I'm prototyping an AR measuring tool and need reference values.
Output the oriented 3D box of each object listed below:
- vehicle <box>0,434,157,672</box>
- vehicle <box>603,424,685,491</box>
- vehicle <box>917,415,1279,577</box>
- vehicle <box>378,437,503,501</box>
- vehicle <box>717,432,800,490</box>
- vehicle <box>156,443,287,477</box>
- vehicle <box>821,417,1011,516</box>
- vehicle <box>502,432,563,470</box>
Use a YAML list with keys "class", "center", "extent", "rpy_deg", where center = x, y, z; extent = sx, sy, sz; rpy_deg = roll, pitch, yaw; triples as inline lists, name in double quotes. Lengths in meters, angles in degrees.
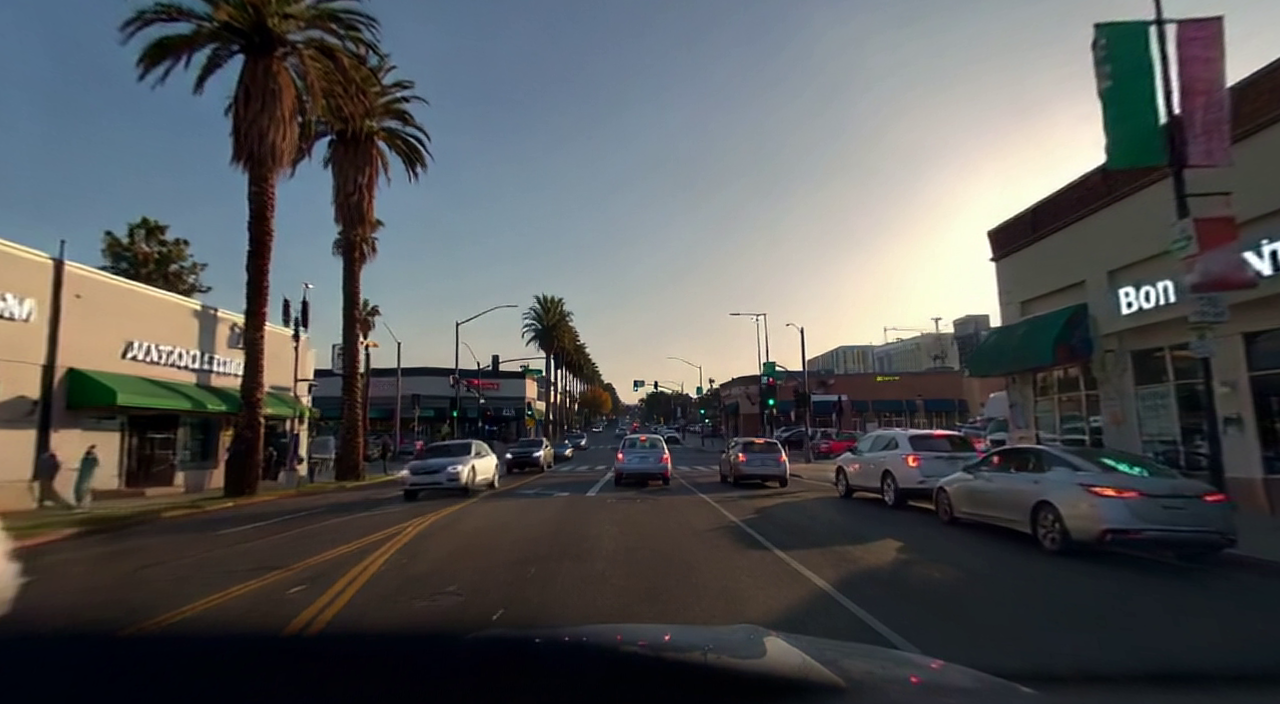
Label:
- class: "vehicle"
  center: [-4.784, 1.046, 2.658]
  extent: [1.946, 1.412, 4.657]
  rpy_deg: [0, -8, -2]
- class: "vehicle"
  center: [0.062, 3.247, 19.717]
  extent: [2.264, 1.798, 4.531]
  rpy_deg: [0, -8, -1]
- class: "vehicle"
  center: [6.137, 1.905, 9.231]
  extent: [2.008, 1.729, 4.647]
  rpy_deg: [0, -8, -1]
- class: "vehicle"
  center: [-5.249, 3.118, 17.328]
  extent: [2.092, 1.504, 4.374]
  rpy_deg: [0, -8, -1]
- class: "vehicle"
  center: [3.838, 3.615, 21.271]
  extent: [2.070, 1.711, 4.480]
  rpy_deg: [-1, -8, 2]
- class: "vehicle"
  center: [-19.648, 5.059, 29.873]
  extent: [1.759, 1.457, 4.727]
  rpy_deg: [-7, -11, 36]
- class: "vehicle"
  center: [6.104, 2.606, 14.896]
  extent: [1.981, 1.893, 5.238]
  rpy_deg: [0, -8, -1]
- class: "vehicle"
  center: [-5.460, 5.108, 32.758]
  extent: [2.341, 1.762, 4.865]
  rpy_deg: [0, -8, 0]
